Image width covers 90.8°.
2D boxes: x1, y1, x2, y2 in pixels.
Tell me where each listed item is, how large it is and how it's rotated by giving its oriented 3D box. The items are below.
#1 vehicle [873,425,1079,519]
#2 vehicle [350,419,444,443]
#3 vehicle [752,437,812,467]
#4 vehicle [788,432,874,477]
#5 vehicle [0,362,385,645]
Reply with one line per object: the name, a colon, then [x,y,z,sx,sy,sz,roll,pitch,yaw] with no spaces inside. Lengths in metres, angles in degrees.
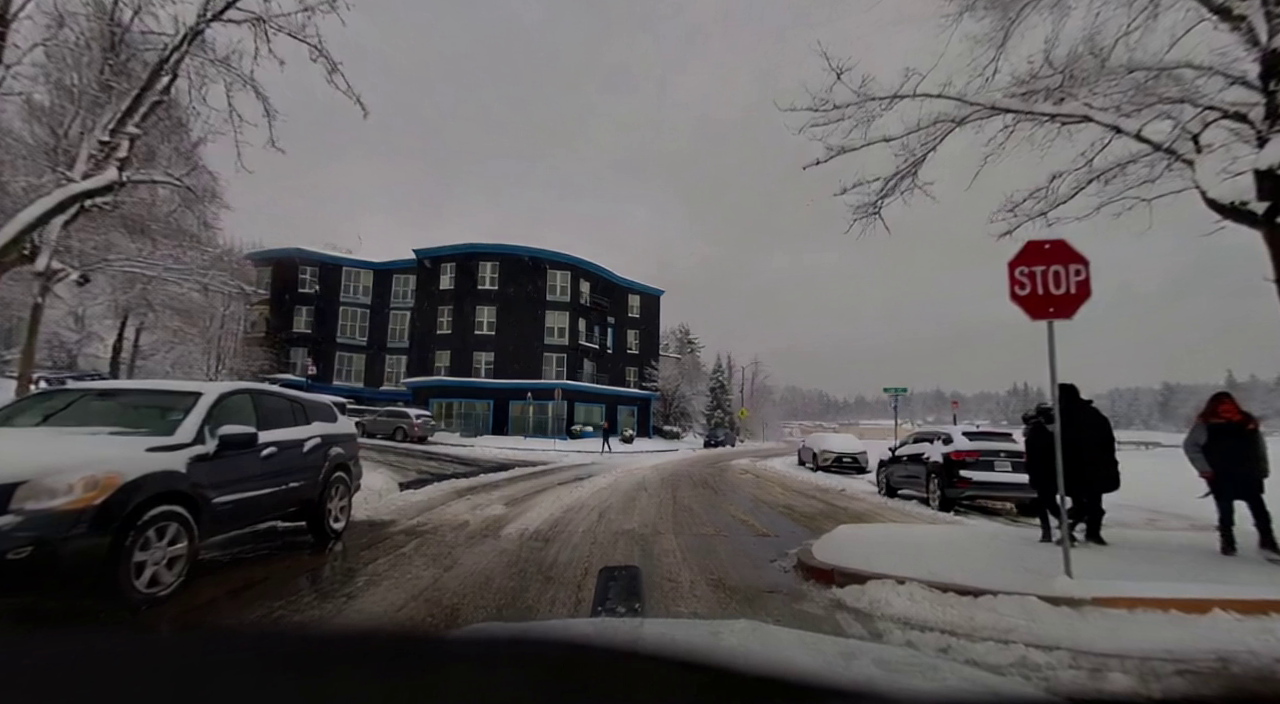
vehicle: [7.449,2.697,14.822,2.181,1.792,5.066,0,-8,2]
vehicle: [-13.653,4.494,35.725,4.603,1.335,1.889,1,-9,-8]
vehicle: [7.831,5.564,35.325,2.122,1.554,4.777,0,-8,-1]
vehicle: [7.832,4.246,26.453,1.917,1.704,4.840,0,-8,-2]
vehicle: [-4.584,1.286,6.426,2.285,1.712,5.200,1,-9,-6]
